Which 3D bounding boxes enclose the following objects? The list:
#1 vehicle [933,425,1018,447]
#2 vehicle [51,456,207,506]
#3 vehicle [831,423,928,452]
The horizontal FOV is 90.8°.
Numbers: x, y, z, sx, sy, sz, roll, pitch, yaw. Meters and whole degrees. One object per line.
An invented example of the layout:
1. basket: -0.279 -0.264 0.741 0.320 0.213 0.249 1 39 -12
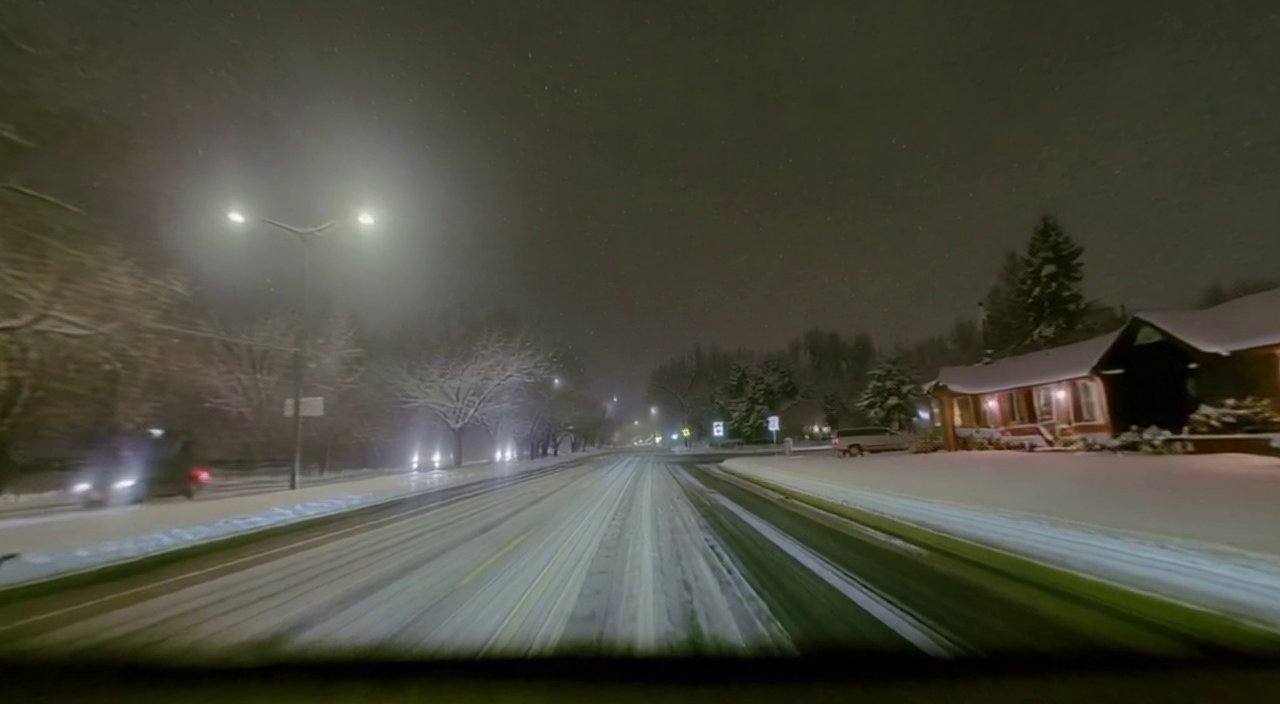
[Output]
1. vehicle: 23.107 5.830 43.650 4.761 1.457 1.894 0 -9 1
2. vehicle: -18.361 4.627 23.046 1.846 1.515 4.538 0 -8 1
3. vehicle: 16.447 5.918 43.541 5.702 1.899 2.294 0 -8 0
